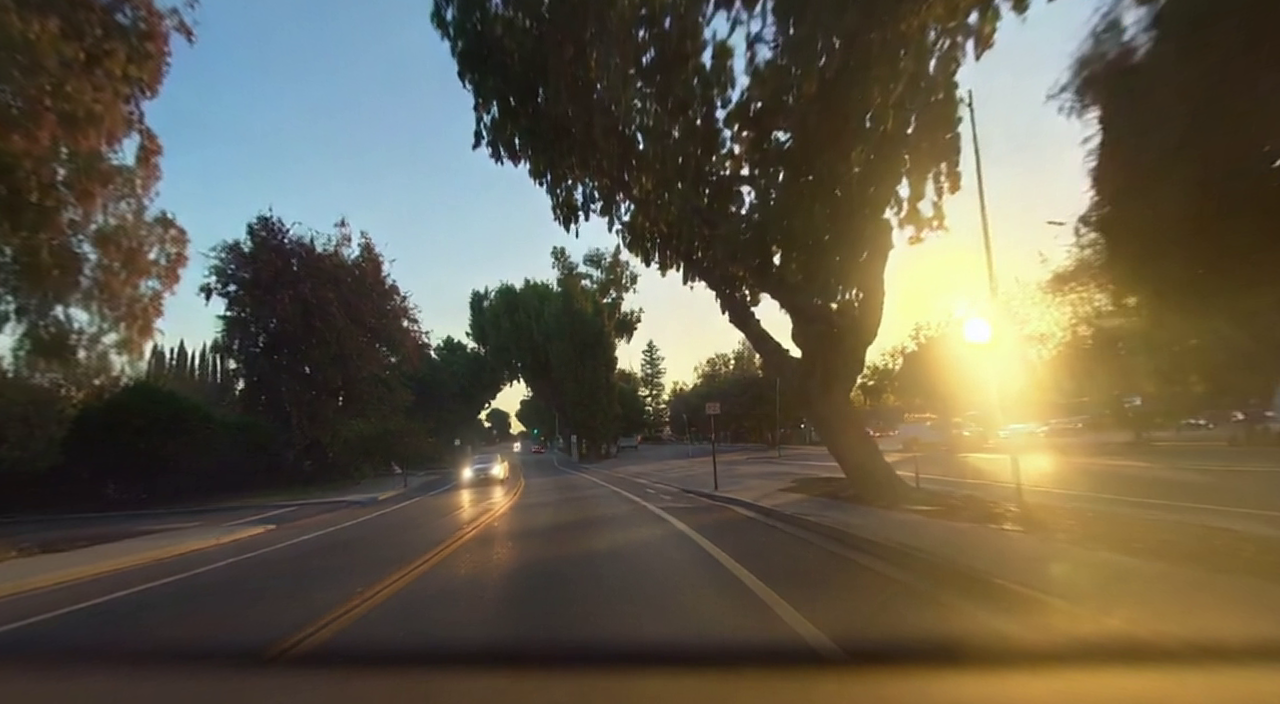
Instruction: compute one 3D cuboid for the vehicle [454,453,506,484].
[{"bbox_3d":[-8.239,5.995,32.753,2.125,1.440,4.450,1,-9,-8],"label":"vehicle"}]
